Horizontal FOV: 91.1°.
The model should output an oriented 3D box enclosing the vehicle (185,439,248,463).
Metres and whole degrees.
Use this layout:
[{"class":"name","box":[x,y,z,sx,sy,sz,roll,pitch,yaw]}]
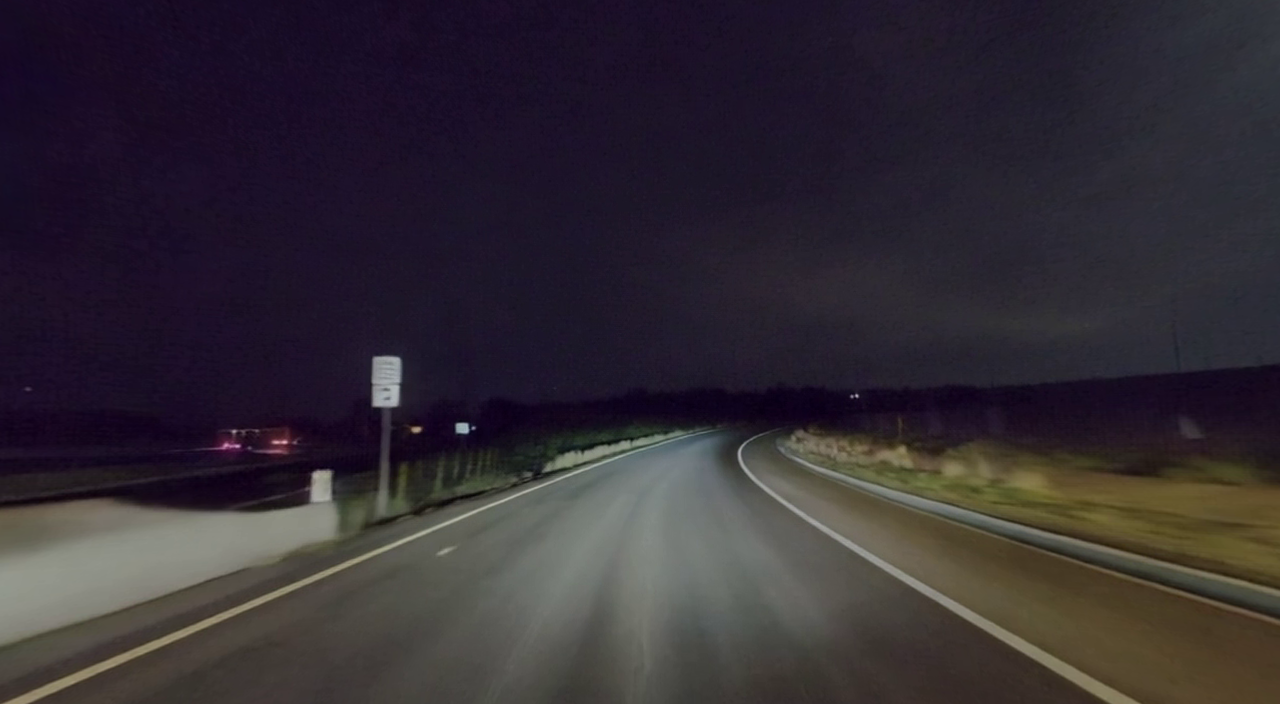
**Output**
[{"class":"vehicle","box":[-27.681,6.438,41.274,1.895,1.451,4.168,1,-8,-11]}]
